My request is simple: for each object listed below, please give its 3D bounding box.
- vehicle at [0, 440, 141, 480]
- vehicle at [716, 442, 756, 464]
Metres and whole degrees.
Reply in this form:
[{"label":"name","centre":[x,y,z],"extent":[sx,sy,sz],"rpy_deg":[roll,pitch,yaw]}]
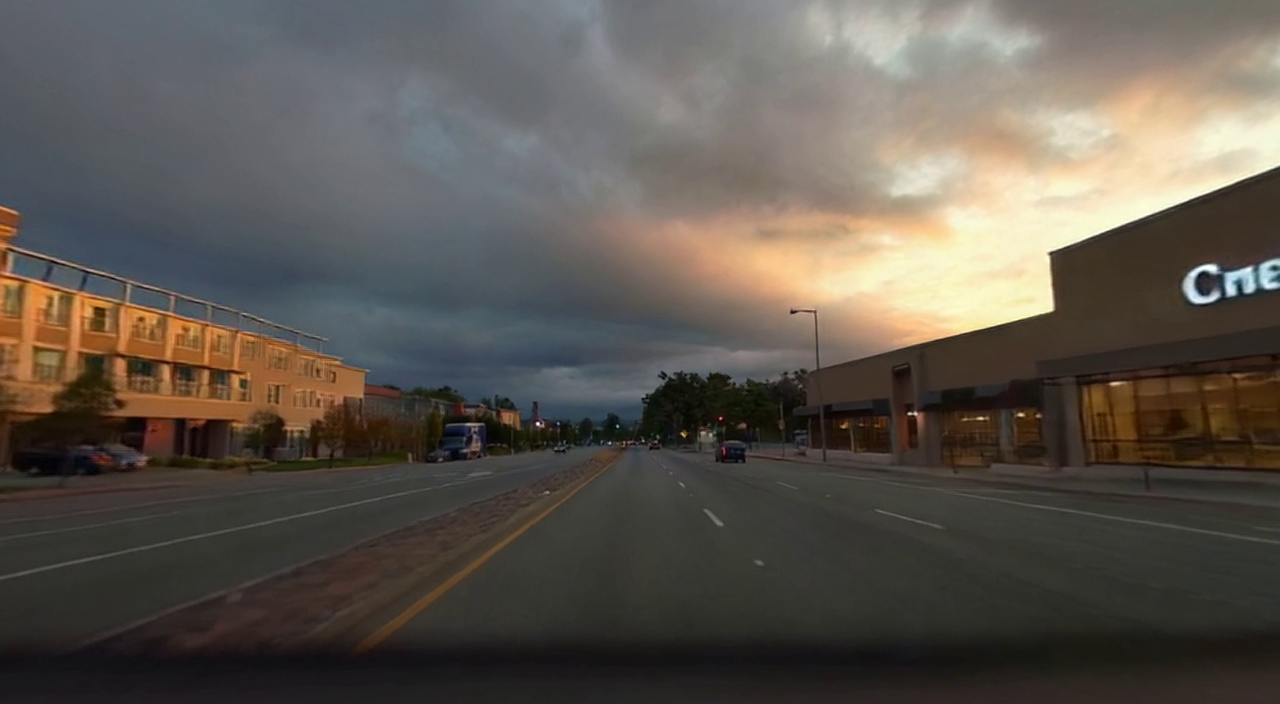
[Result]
[{"label":"vehicle","centre":[-29.558,5.583,32.922],"extent":[2.207,1.863,5.860],"rpy_deg":[0,-9,1]},{"label":"vehicle","centre":[6.394,6.792,42.595],"extent":[1.916,1.437,4.327],"rpy_deg":[0,-9,-2]}]
